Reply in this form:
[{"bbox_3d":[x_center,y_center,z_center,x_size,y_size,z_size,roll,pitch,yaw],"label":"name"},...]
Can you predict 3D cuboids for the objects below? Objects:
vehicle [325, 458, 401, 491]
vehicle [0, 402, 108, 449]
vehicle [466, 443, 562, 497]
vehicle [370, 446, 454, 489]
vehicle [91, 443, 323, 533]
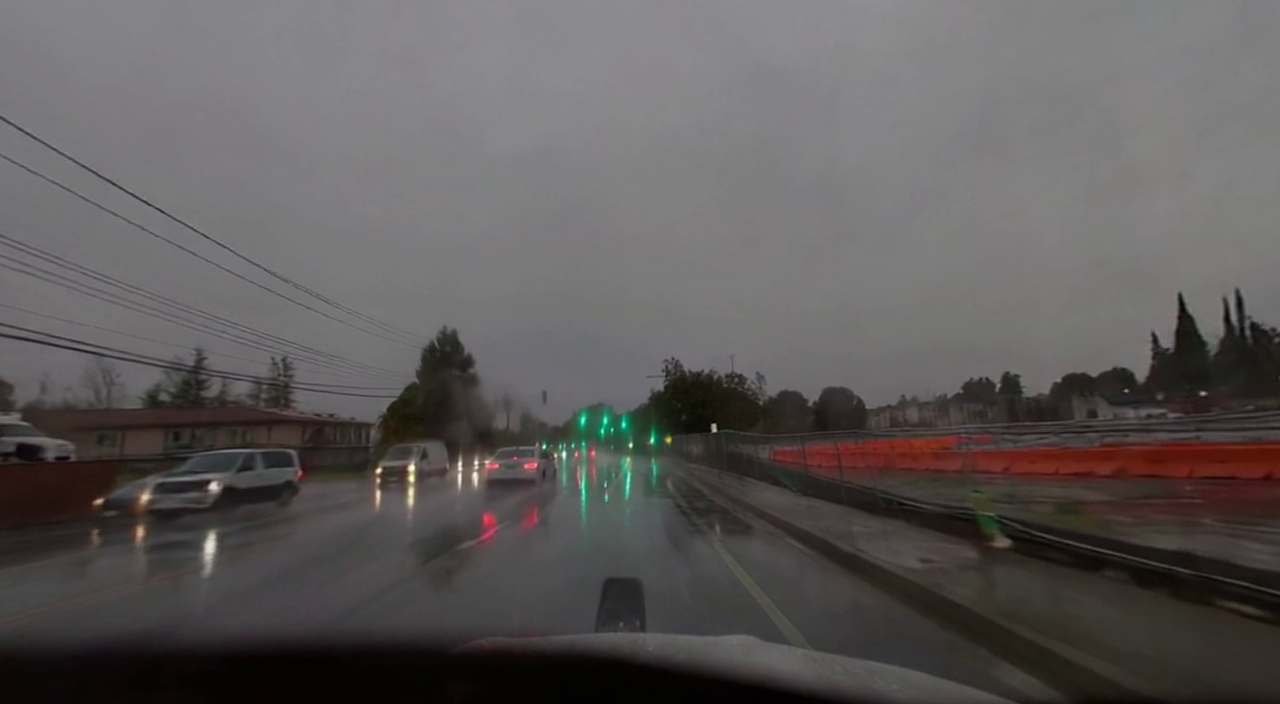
[{"bbox_3d":[-14.184,6.292,32.547,1.943,1.506,4.471,0,-9,-1],"label":"vehicle"},{"bbox_3d":[-24.180,2.960,25.124,3.949,1.754,2.074,0,-8,1],"label":"vehicle"},{"bbox_3d":[-3.800,3.638,19.805,2.020,1.489,4.469,0,-9,1],"label":"vehicle"},{"bbox_3d":[-10.438,5.306,29.305,2.137,1.828,4.754,0,-9,0],"label":"vehicle"},{"bbox_3d":[-10.288,3.235,15.628,2.206,1.845,4.917,0,-9,0],"label":"vehicle"}]
